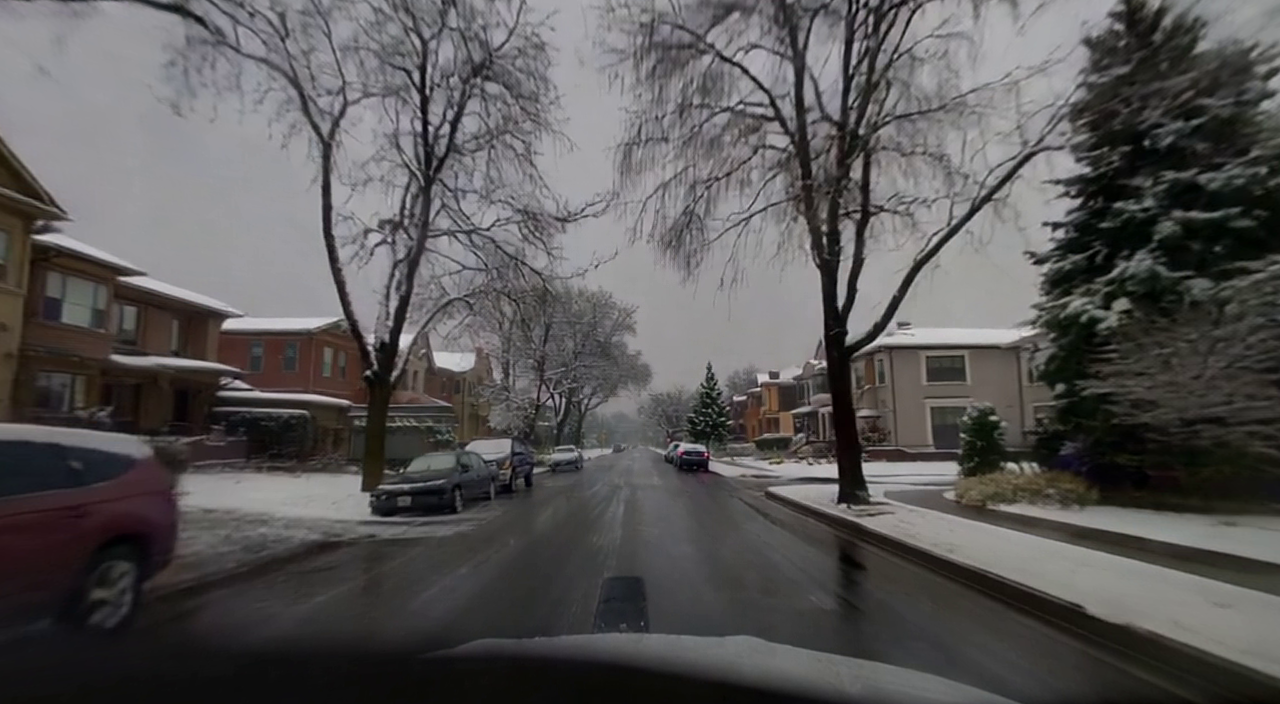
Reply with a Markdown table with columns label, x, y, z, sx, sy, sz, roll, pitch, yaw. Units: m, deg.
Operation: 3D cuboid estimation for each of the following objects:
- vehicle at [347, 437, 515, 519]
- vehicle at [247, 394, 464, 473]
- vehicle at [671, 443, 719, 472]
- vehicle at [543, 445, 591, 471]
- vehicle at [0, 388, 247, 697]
| label | x | y | z | sx | sy | sz | roll | pitch | yaw |
| --- | --- | --- | --- | --- | --- | --- | --- | --- | --- |
| vehicle | -4.364 | 2.700 | 14.074 | 2.086 | 1.493 | 4.582 | -1 | -9 | 1 |
| vehicle | -10.630 | 3.138 | 24.133 | 6.780 | 2.770 | 2.970 | 0 | -9 | 1 |
| vehicle | 2.962 | 5.820 | 35.044 | 2.000 | 1.456 | 5.251 | 1 | -9 | -2 |
| vehicle | -3.984 | 5.904 | 35.215 | 1.995 | 1.330 | 4.080 | 0 | -9 | 3 |
| vehicle | -4.477 | 1.014 | 3.287 | 1.974 | 1.664 | 4.539 | 0 | -10 | -1 |
